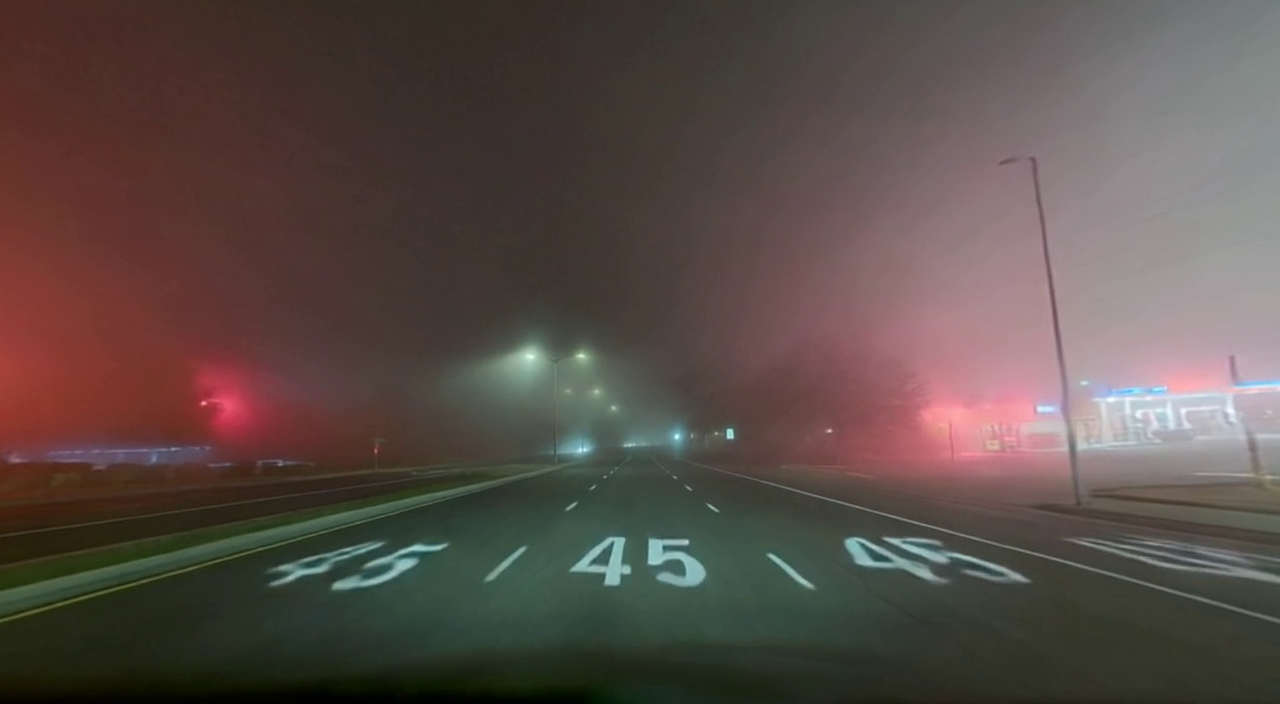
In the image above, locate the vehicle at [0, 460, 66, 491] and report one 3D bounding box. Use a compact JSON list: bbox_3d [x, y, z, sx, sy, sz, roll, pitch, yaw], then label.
[{"bbox_3d":[-32.986,6.418,32.778,1.809,1.448,4.747,0,-8,2],"label":"vehicle"}]
